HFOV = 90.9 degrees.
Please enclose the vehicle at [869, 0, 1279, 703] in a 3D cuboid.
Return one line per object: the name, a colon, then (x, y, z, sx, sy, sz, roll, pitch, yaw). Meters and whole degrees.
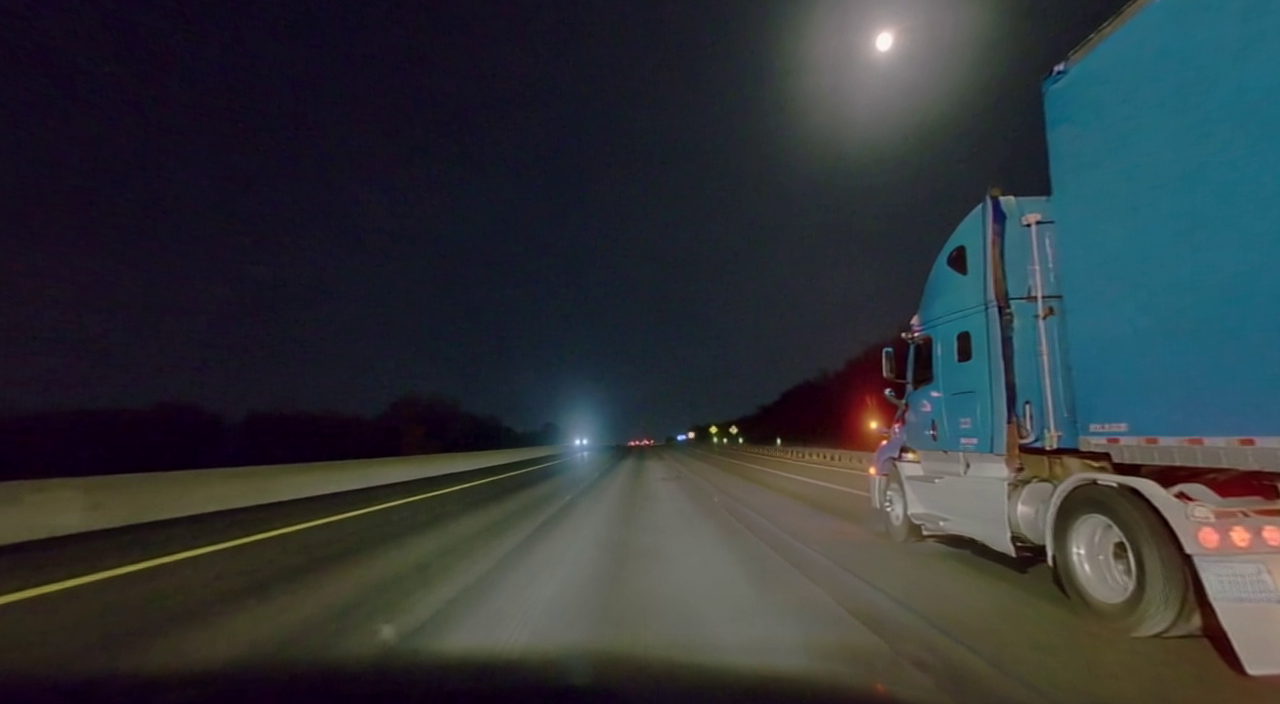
vehicle: (3.925, -0.391, 1.832, 3.012, 3.768, 8.945, 0, -8, -1)
